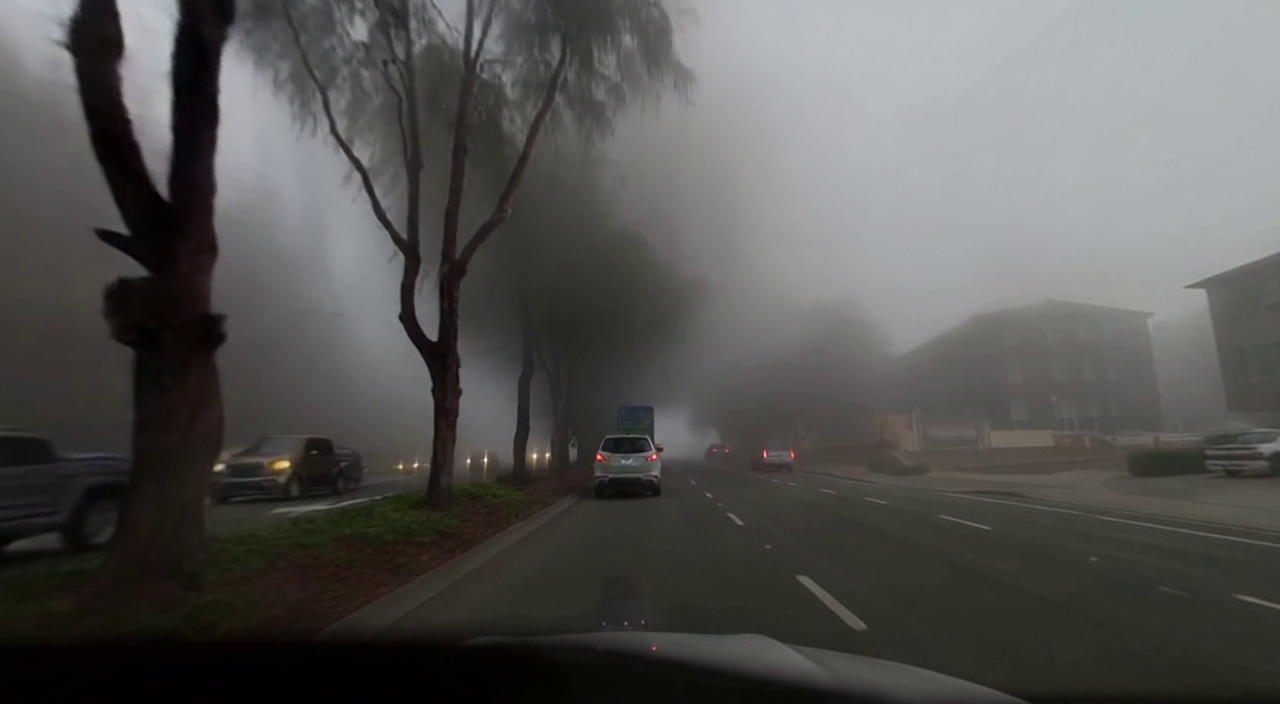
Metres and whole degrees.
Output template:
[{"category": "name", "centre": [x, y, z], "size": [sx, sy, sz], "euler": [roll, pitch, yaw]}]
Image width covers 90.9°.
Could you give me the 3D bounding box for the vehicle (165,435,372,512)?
[{"category": "vehicle", "centre": [-10.716, 3.535, 19.061], "size": [2.238, 1.906, 6.264], "euler": [-1, -8, 2]}]

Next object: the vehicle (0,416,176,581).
[{"category": "vehicle", "centre": [-8.011, 1.614, 6.965], "size": [2.119, 1.778, 4.760], "euler": [0, -8, 0]}]

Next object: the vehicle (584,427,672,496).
[{"category": "vehicle", "centre": [-0.307, 3.229, 18.960], "size": [2.332, 1.798, 4.546], "euler": [0, -8, 0]}]

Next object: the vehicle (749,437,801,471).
[{"category": "vehicle", "centre": [7.476, 5.691, 35.329], "size": [1.971, 1.722, 4.341], "euler": [0, -8, 1]}]
